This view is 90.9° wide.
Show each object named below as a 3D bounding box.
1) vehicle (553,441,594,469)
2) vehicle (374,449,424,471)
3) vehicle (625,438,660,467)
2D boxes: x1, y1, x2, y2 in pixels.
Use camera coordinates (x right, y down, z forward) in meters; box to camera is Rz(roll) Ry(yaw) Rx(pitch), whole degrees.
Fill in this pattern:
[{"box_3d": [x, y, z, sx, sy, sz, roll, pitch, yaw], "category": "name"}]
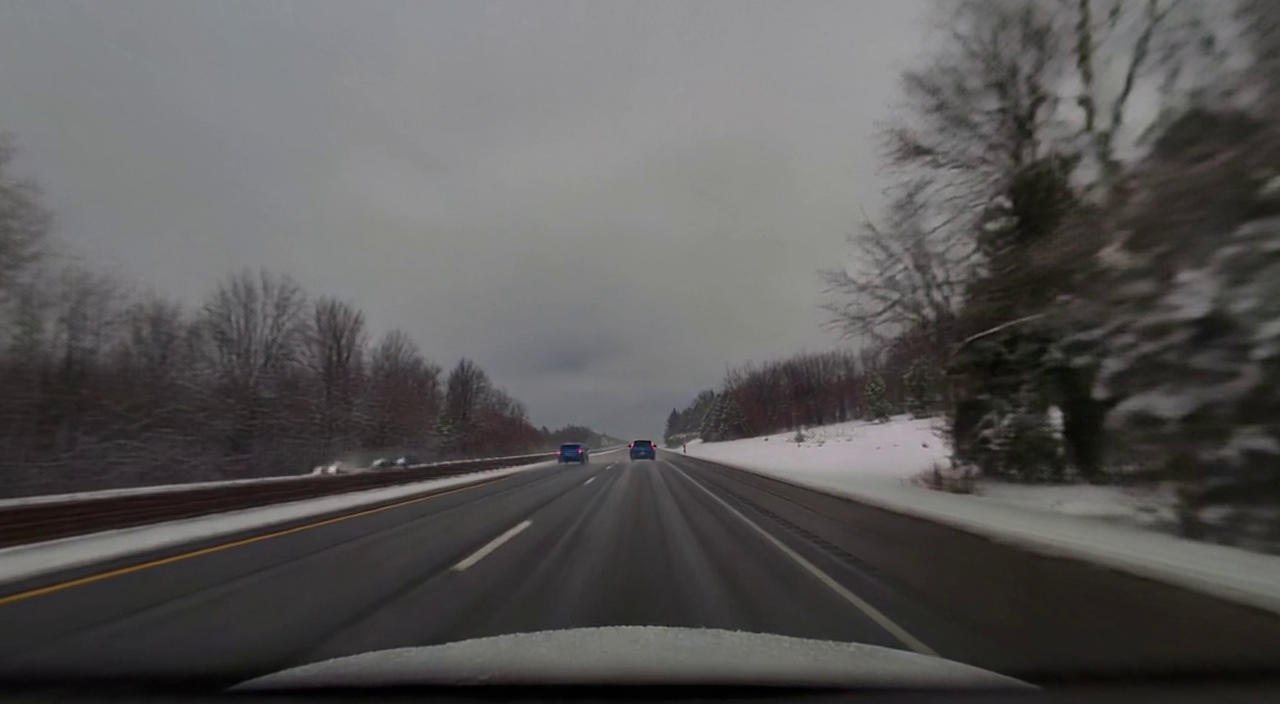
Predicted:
[{"box_3d": [-4.153, 6.482, 39.897, 2.113, 1.656, 4.215, 0, -9, 1], "category": "vehicle"}, {"box_3d": [-17.563, 7.884, 46.074, 1.974, 1.503, 4.106, 0, -9, 1], "category": "vehicle"}, {"box_3d": [0.142, 6.533, 40.998, 2.126, 1.786, 3.958, 0, -9, -1], "category": "vehicle"}]
